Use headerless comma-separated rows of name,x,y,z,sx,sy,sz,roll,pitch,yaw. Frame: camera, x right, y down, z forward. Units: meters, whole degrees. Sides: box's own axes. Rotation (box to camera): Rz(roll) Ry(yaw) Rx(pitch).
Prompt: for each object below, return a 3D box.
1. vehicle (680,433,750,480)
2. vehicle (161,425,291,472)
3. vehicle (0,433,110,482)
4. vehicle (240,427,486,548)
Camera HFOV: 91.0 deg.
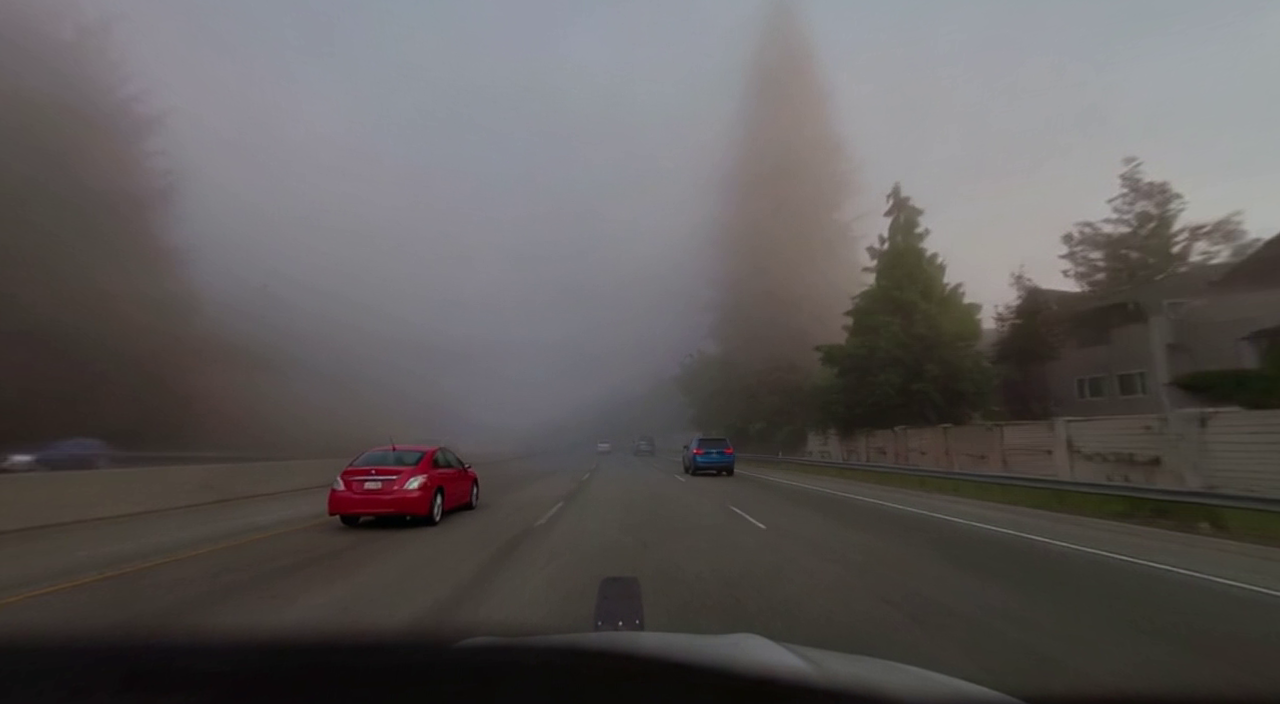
vehicle,2.855,4.134,25.088,2.092,1.686,4.188,0,-9,-2
vehicle,-16.391,3.879,25.304,2.186,1.682,4.623,0,-9,-3
vehicle,-19.955,3.433,20.625,1.857,1.430,3.870,0,-9,-2
vehicle,-4.093,2.074,10.311,2.036,1.528,4.400,0,-9,0
